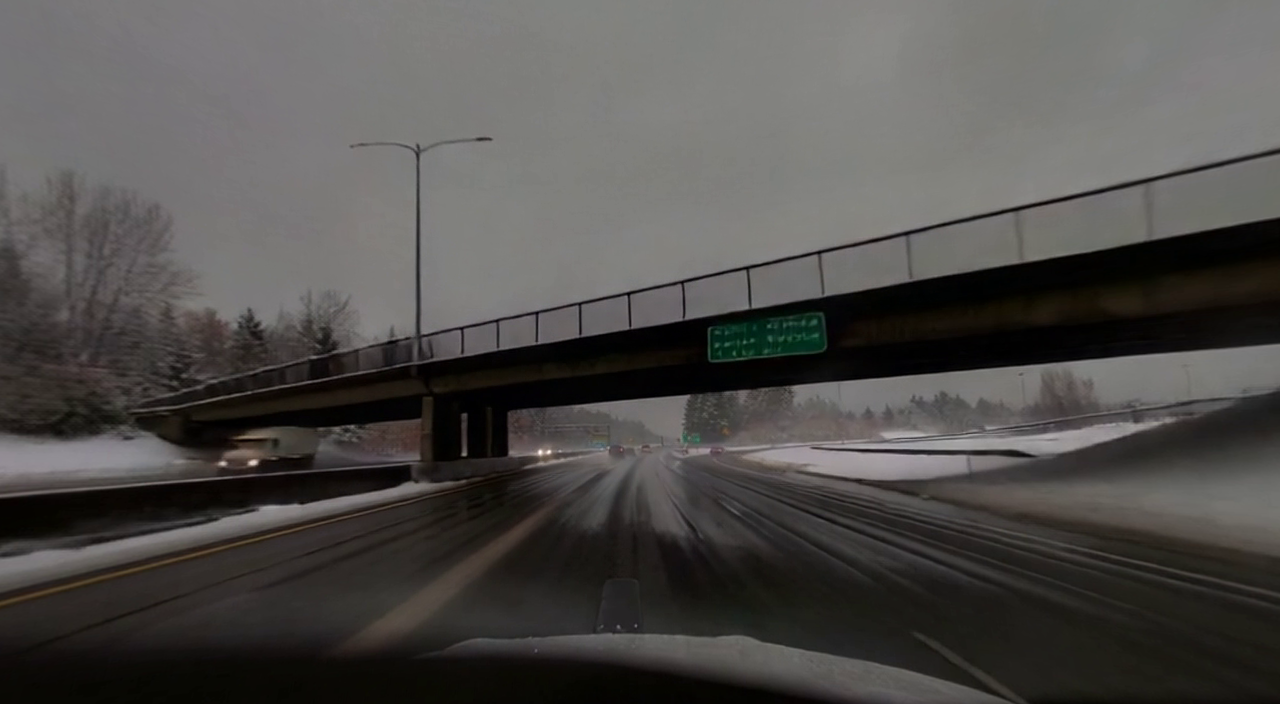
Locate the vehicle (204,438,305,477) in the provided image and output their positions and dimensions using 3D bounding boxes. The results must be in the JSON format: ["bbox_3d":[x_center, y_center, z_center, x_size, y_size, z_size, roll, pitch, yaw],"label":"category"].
[{"bbox_3d":[-21.905,6.004,35.931,2.136,2.060,5.390,-1,-9,3],"label":"vehicle"}]
